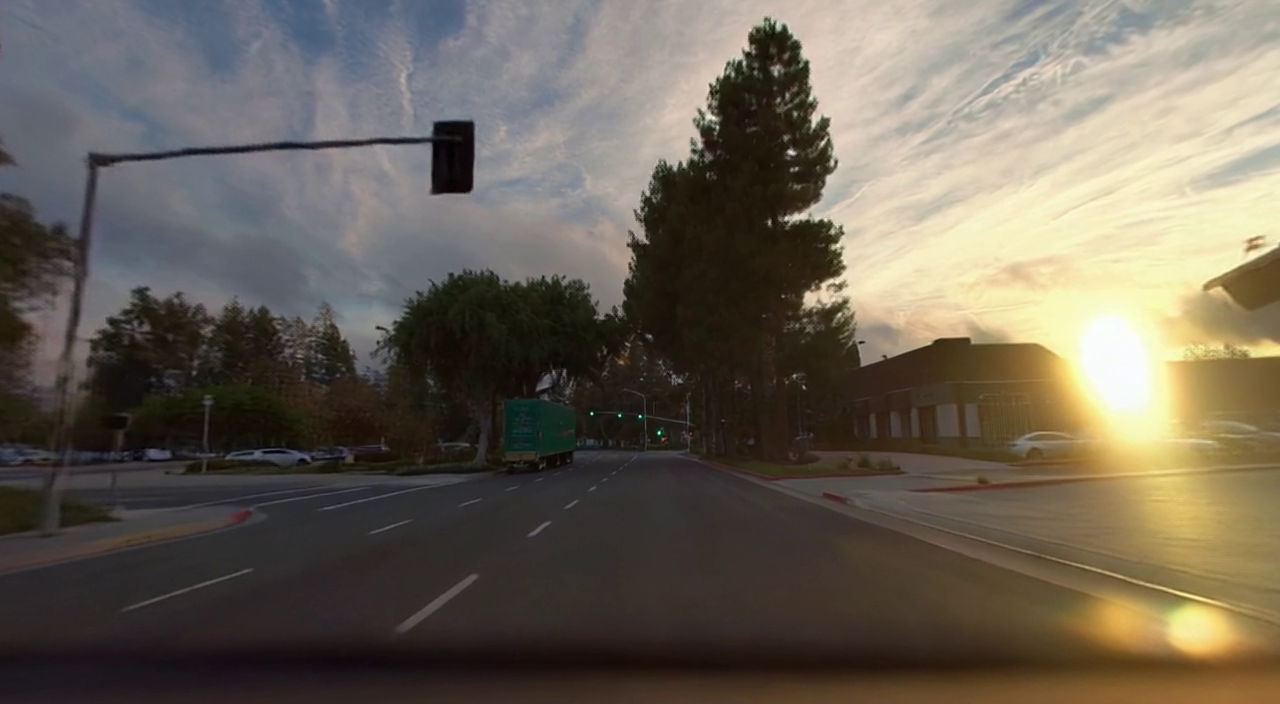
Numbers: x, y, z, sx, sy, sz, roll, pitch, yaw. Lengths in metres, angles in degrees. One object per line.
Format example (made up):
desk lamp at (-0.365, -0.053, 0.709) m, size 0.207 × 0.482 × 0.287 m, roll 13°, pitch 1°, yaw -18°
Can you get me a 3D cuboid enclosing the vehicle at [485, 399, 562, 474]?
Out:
vehicle at (-6.851, 5.189, 38.378) m, size 3.053 × 4.058 × 8.110 m, roll 0°, pitch -9°, yaw 0°
